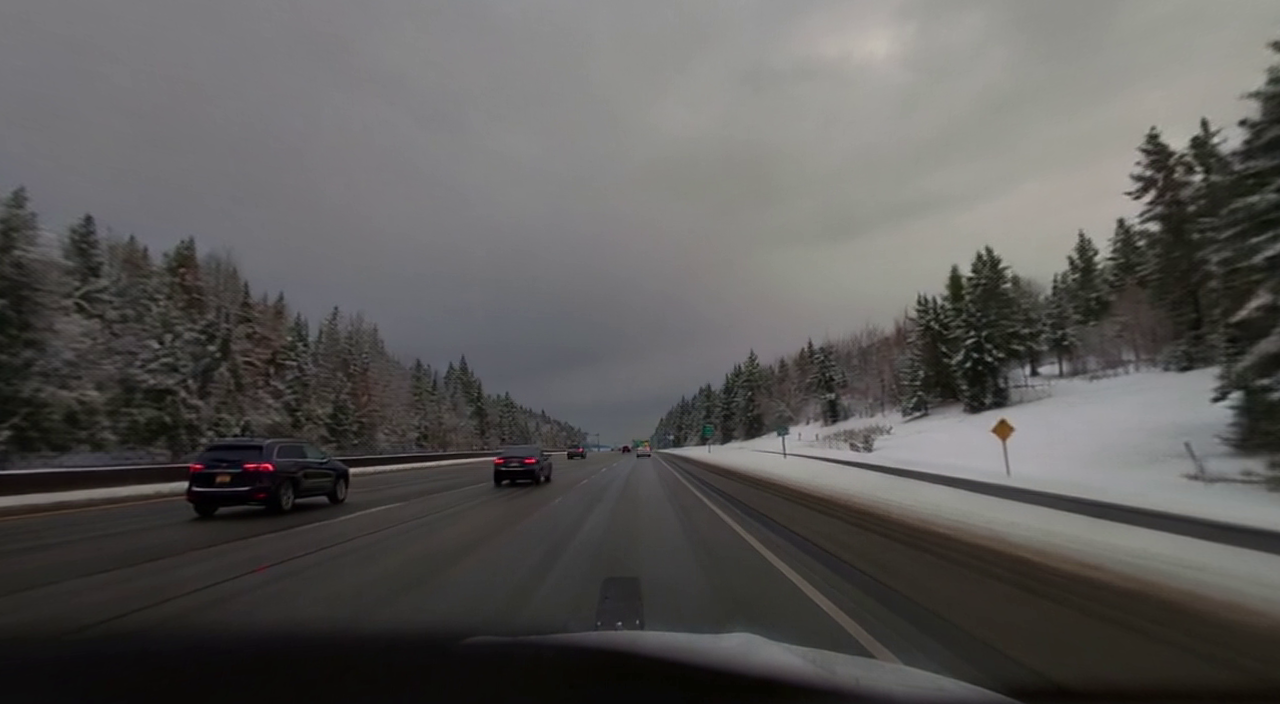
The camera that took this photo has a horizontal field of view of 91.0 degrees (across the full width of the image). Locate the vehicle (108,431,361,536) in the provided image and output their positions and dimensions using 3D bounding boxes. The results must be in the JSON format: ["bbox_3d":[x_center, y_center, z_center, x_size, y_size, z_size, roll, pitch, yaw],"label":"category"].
[{"bbox_3d":[-7.311,2.380,12.012,2.007,1.616,4.141,0,-9,1],"label":"vehicle"}]

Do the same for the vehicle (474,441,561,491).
[{"bbox_3d":[-4.184,3.979,22.331,2.104,1.558,4.639,0,-9,1],"label":"vehicle"}]
